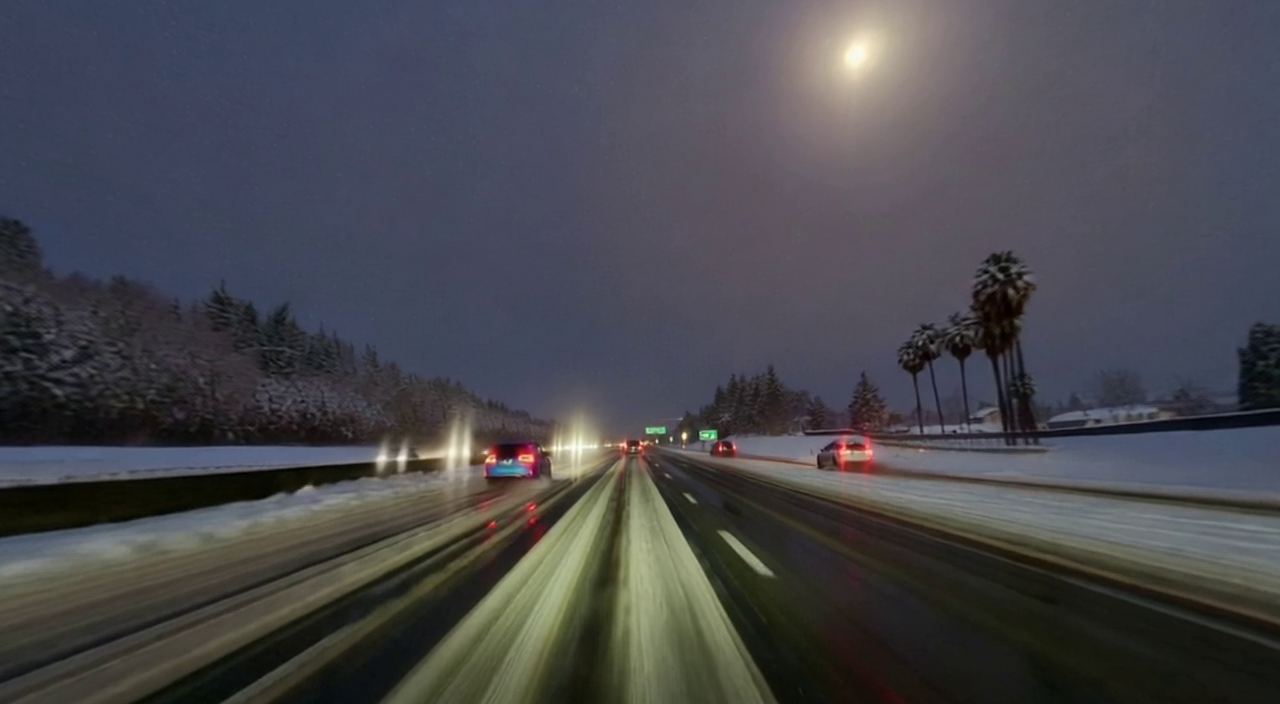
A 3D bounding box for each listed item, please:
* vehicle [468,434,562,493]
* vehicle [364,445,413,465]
[{"bbox_3d":[-3.725,3.412,19.769,1.996,1.617,4.637,0,-8,0],"label":"vehicle"},{"bbox_3d":[-19.537,7.977,49.268,1.962,1.469,4.599,0,-8,0],"label":"vehicle"}]
